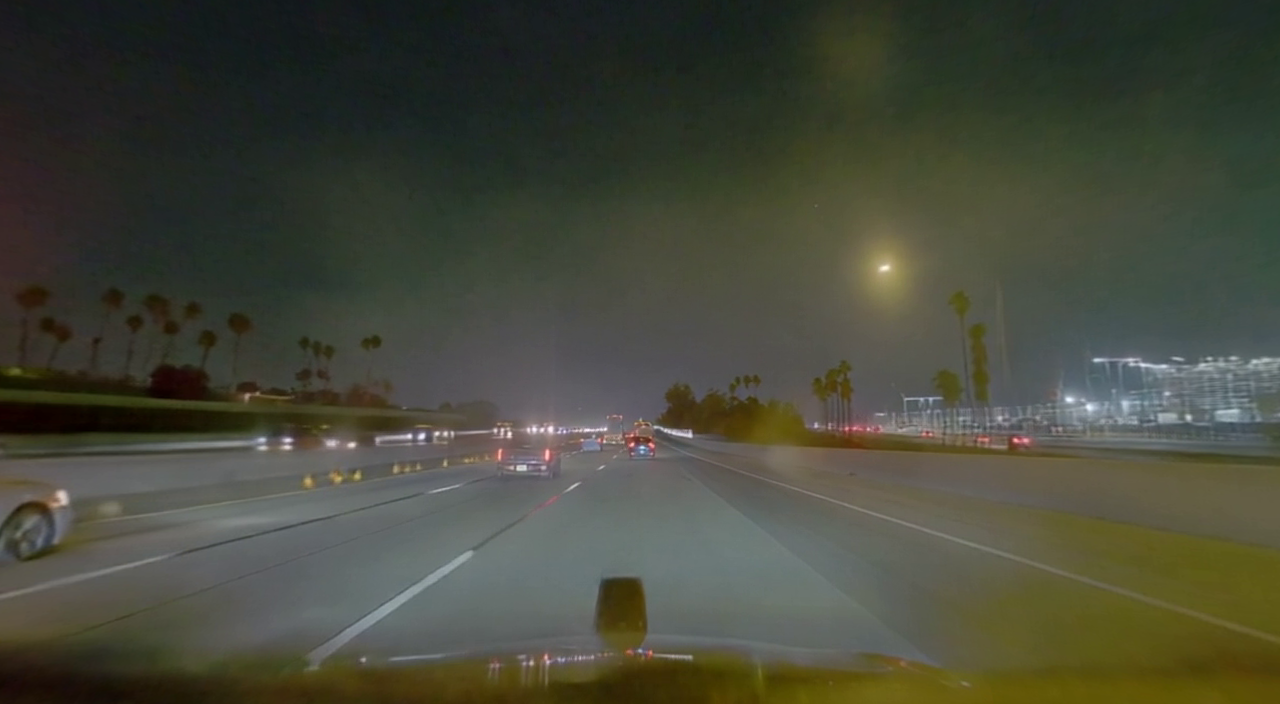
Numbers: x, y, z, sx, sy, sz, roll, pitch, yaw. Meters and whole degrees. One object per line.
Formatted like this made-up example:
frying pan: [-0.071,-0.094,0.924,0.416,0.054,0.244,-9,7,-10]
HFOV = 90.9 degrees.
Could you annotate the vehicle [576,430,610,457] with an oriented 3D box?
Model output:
vehicle: [-3.558,7.046,48.513,2.203,1.958,4.848,0,-8,1]

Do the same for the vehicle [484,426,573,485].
vehicle: [-3.603,3.455,21.304,2.108,1.740,4.549,0,-8,1]

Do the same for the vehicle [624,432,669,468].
vehicle: [0.333,4.954,32.078,2.136,1.678,4.052,0,-8,0]

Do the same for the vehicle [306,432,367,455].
vehicle: [-23.613,7.142,49.260,2.161,1.688,4.913,-1,-8,2]
